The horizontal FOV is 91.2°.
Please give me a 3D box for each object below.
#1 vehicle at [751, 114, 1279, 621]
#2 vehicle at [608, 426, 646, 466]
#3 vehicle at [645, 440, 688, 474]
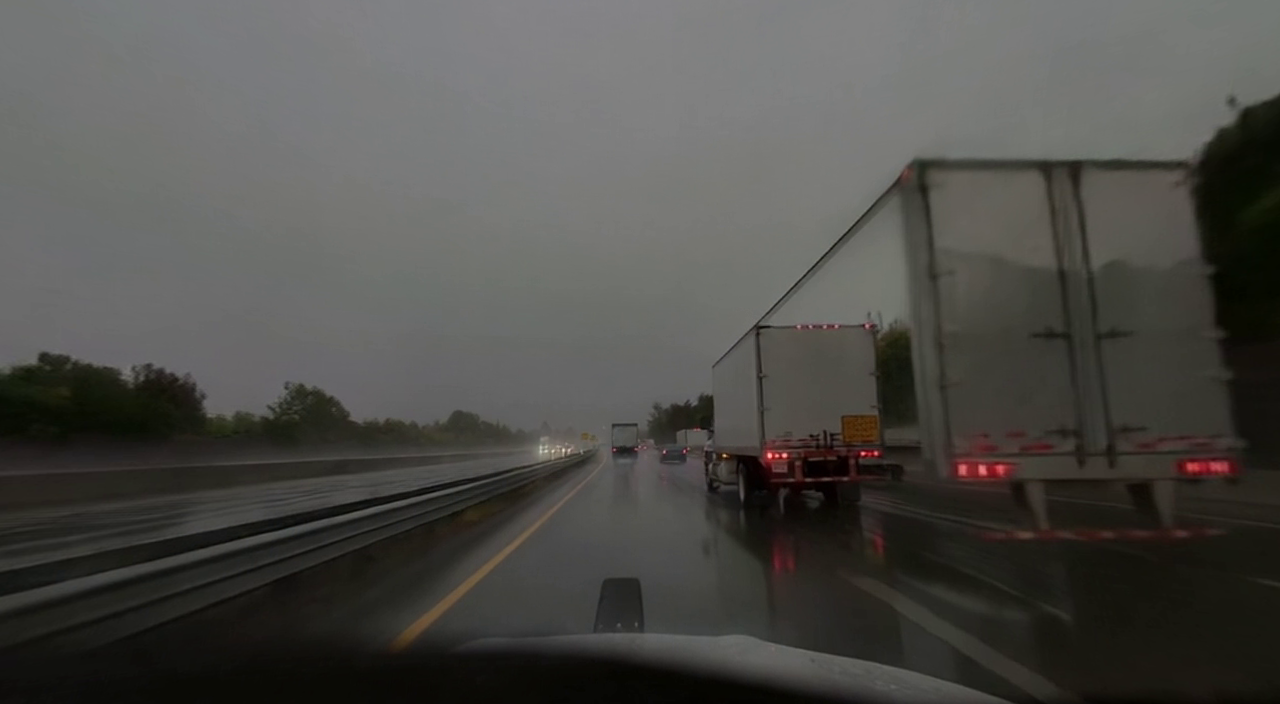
[{"bbox_3d":[3.891,0.639,9.222,2.816,4.086,8.486,0,-9,-1],"label":"vehicle"},{"bbox_3d":[-0.889,7.052,46.896,2.506,2.743,6.093,0,-9,2],"label":"vehicle"},{"bbox_3d":[1.499,5.593,33.531,2.127,1.642,3.899,-1,-9,5],"label":"vehicle"}]
